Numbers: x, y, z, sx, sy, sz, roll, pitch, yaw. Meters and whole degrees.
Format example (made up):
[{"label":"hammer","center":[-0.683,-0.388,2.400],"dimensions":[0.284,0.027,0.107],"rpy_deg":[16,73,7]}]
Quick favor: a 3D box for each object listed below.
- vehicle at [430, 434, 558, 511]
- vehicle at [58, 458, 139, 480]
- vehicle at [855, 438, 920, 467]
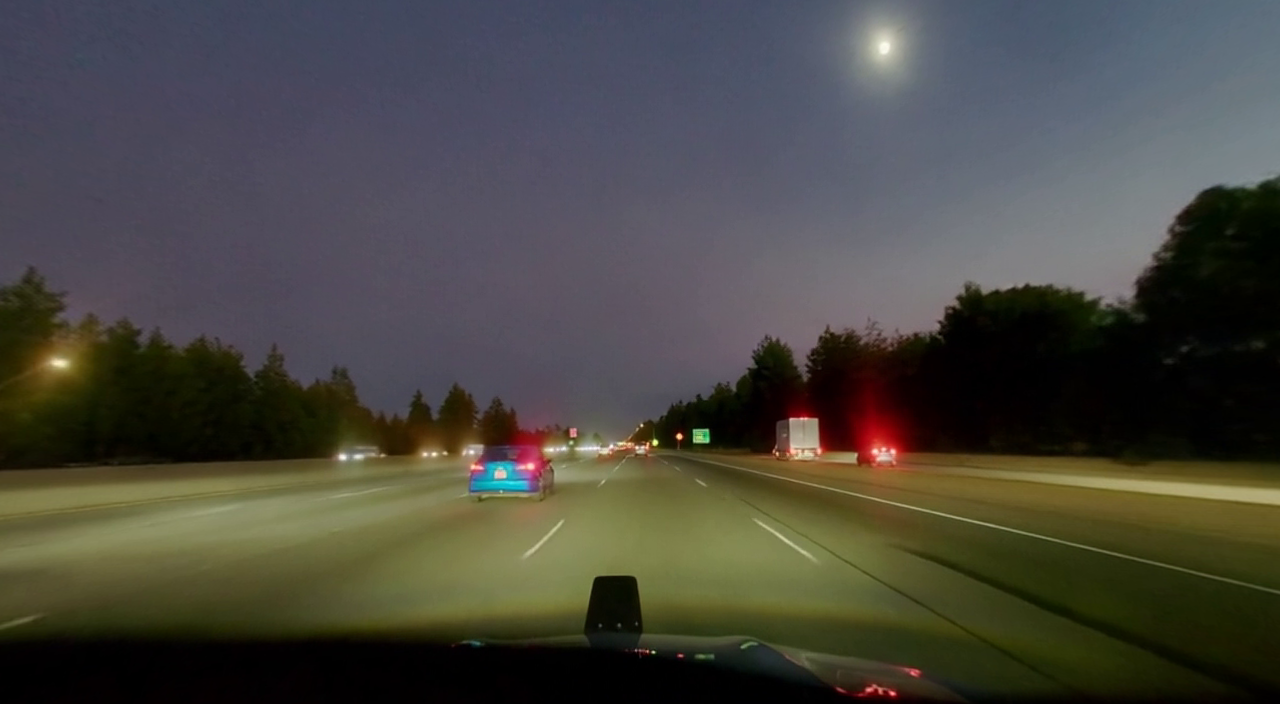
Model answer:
[{"label":"vehicle","center":[-3.230,2.754,14.916],"dimensions":[2.020,1.554,4.137],"rpy_deg":[0,-9,0]},{"label":"vehicle","center":[-40.555,8.775,47.496],"dimensions":[2.068,1.488,4.731],"rpy_deg":[0,-9,-3]},{"label":"vehicle","center":[15.478,6.294,39.812],"dimensions":[2.081,1.707,4.756],"rpy_deg":[0,-9,-2]}]
